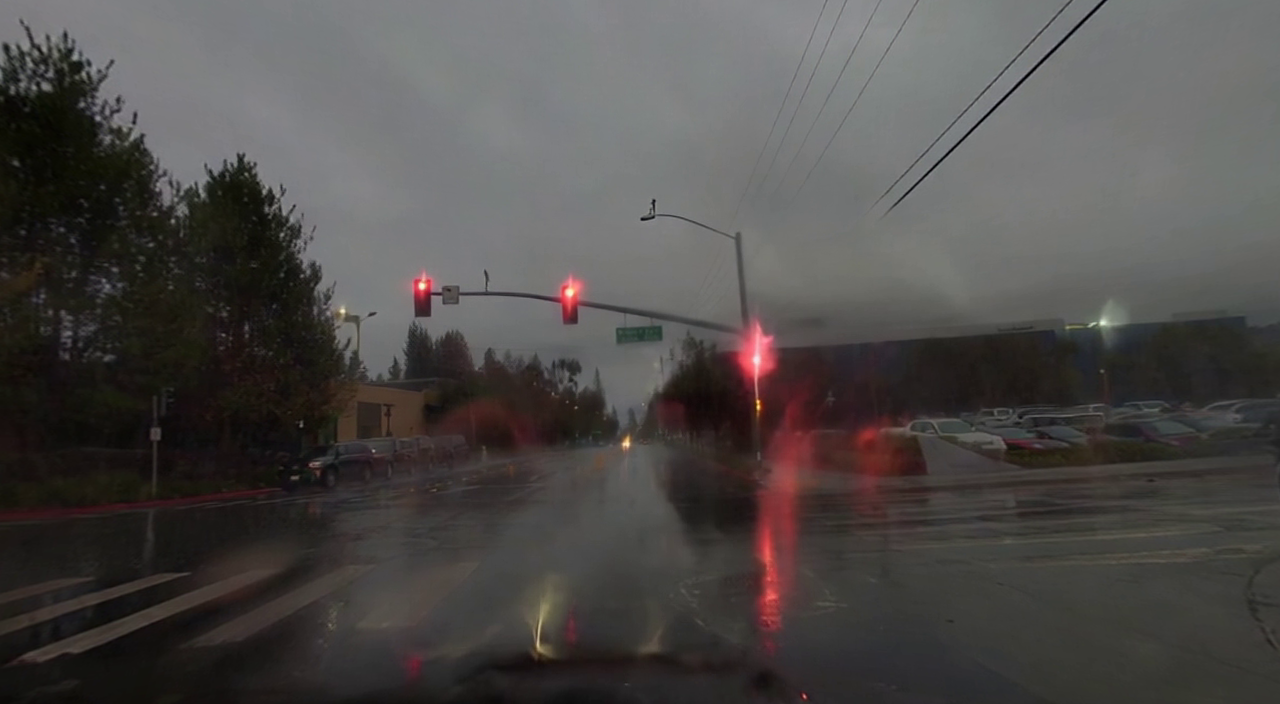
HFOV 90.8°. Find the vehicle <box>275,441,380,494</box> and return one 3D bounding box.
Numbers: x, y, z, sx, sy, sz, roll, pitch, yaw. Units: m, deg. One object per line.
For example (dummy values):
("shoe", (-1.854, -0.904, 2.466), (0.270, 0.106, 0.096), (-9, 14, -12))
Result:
("vehicle", (-13.723, 5.067, 28.151), (2.251, 1.957, 4.968), (-4, -9, -1))

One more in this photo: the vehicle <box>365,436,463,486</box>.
("vehicle", (-10.166, 4.960, 29.060), (2.475, 1.940, 5.702), (-3, -9, 0))

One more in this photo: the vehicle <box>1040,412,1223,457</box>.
("vehicle", (16.955, 2.906, 22.094), (4.560, 1.453, 1.851), (-3, -9, 18))

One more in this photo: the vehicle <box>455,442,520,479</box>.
("vehicle", (-6.977, 4.998, 29.324), (2.024, 1.470, 4.153), (-3, -9, -1))

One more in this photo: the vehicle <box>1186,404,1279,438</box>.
("vehicle", (34.915, 4.028, 36.649), (4.326, 1.511, 1.725), (-8, -9, 17))
